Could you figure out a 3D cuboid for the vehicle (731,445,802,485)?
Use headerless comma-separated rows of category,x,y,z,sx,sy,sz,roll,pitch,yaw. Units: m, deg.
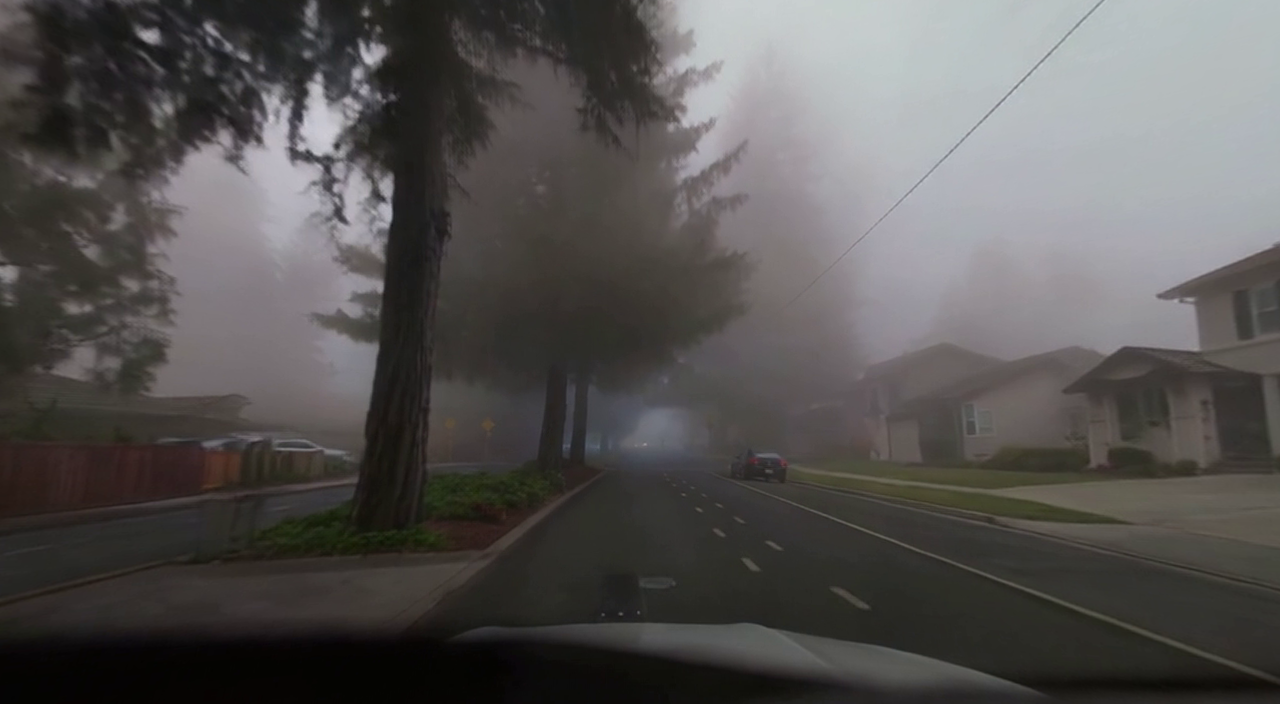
vehicle,5.041,4.575,25.869,1.904,1.475,4.386,0,-8,-1
